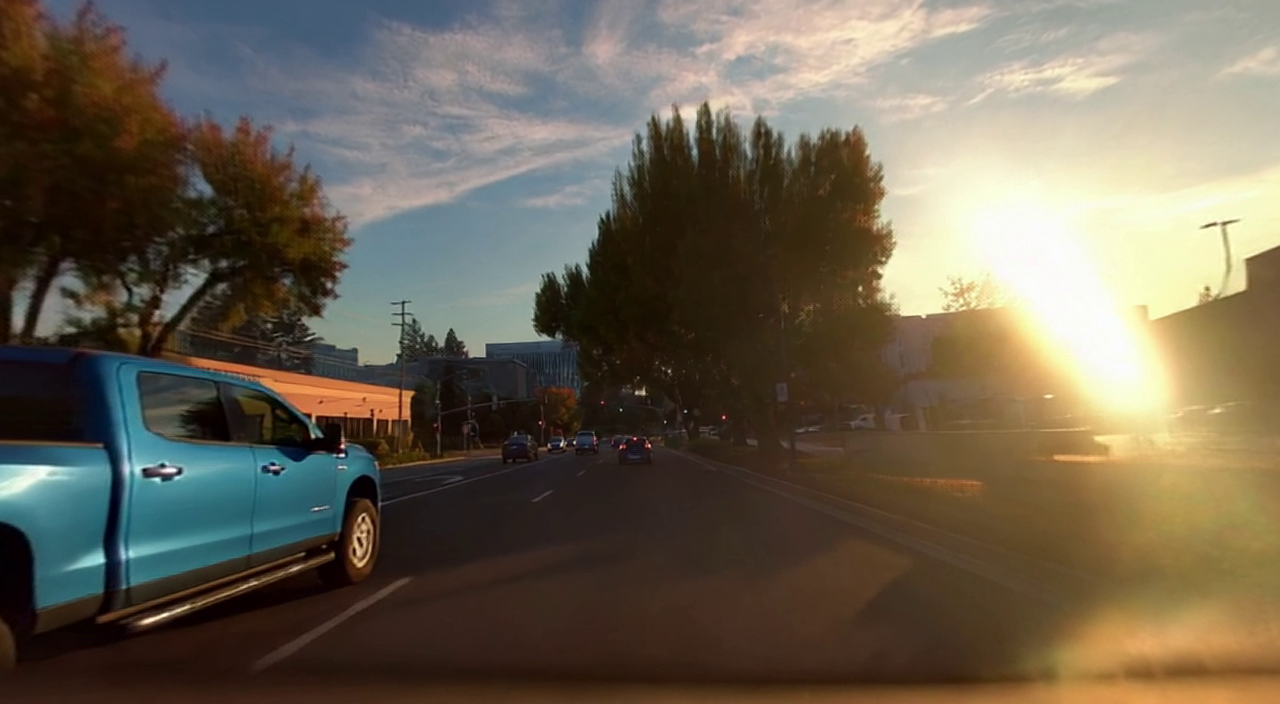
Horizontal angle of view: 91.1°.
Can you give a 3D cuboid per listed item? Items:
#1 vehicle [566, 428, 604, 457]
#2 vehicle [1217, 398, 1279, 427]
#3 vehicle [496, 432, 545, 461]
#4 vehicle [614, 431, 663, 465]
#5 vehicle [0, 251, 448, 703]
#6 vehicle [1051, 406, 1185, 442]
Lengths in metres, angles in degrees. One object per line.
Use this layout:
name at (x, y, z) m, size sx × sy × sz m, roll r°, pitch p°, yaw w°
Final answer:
vehicle at (-3.875, 6.503, 45.099) m, size 2.243 × 1.976 × 4.514 m, roll 0°, pitch -8°, yaw 1°
vehicle at (39.697, 3.973, 40.541) m, size 4.665 × 1.645 × 2.163 m, roll 5°, pitch -10°, yaw -30°
vehicle at (-7.947, 6.340, 42.185) m, size 2.146 × 1.788 × 5.153 m, roll 0°, pitch -8°, yaw 1°
vehicle at (-0.086, 4.673, 30.611) m, size 2.191 × 1.530 × 4.470 m, roll 0°, pitch -8°, yaw -1°
vehicle at (-3.581, 0.863, 3.618) m, size 2.552 × 2.079 × 6.810 m, roll 0°, pitch -8°, yaw 2°
vehicle at (22.770, 3.513, 30.178) m, size 4.767 × 1.443 × 1.978 m, roll -6°, pitch -10°, yaw 29°
